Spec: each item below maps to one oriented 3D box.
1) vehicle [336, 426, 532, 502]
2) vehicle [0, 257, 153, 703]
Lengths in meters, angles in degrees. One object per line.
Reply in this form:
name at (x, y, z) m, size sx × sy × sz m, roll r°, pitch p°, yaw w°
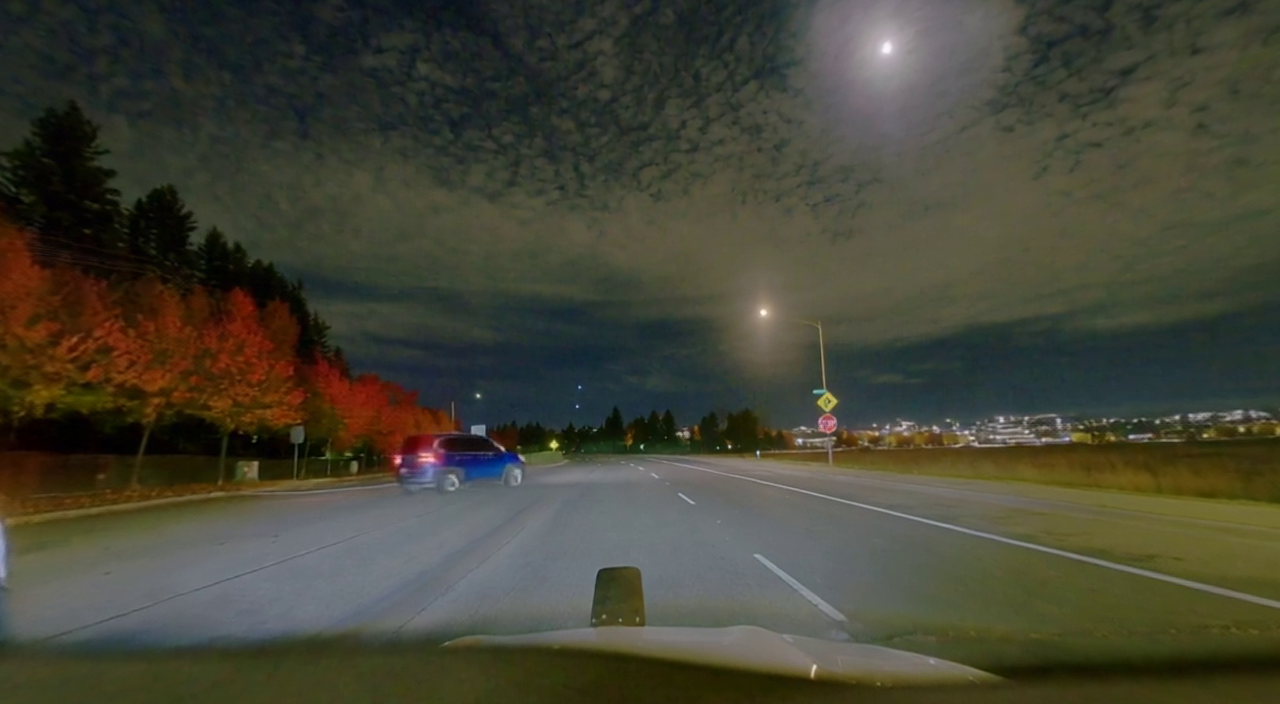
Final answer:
vehicle at (-6.182, 3.424, 19.805) m, size 2.284 × 2.012 × 5.607 m, roll -5°, pitch -10°, yaw 32°
vehicle at (-3.478, 0.416, 0.696) m, size 2.145 × 2.038 × 4.656 m, roll 0°, pitch -8°, yaw -1°
